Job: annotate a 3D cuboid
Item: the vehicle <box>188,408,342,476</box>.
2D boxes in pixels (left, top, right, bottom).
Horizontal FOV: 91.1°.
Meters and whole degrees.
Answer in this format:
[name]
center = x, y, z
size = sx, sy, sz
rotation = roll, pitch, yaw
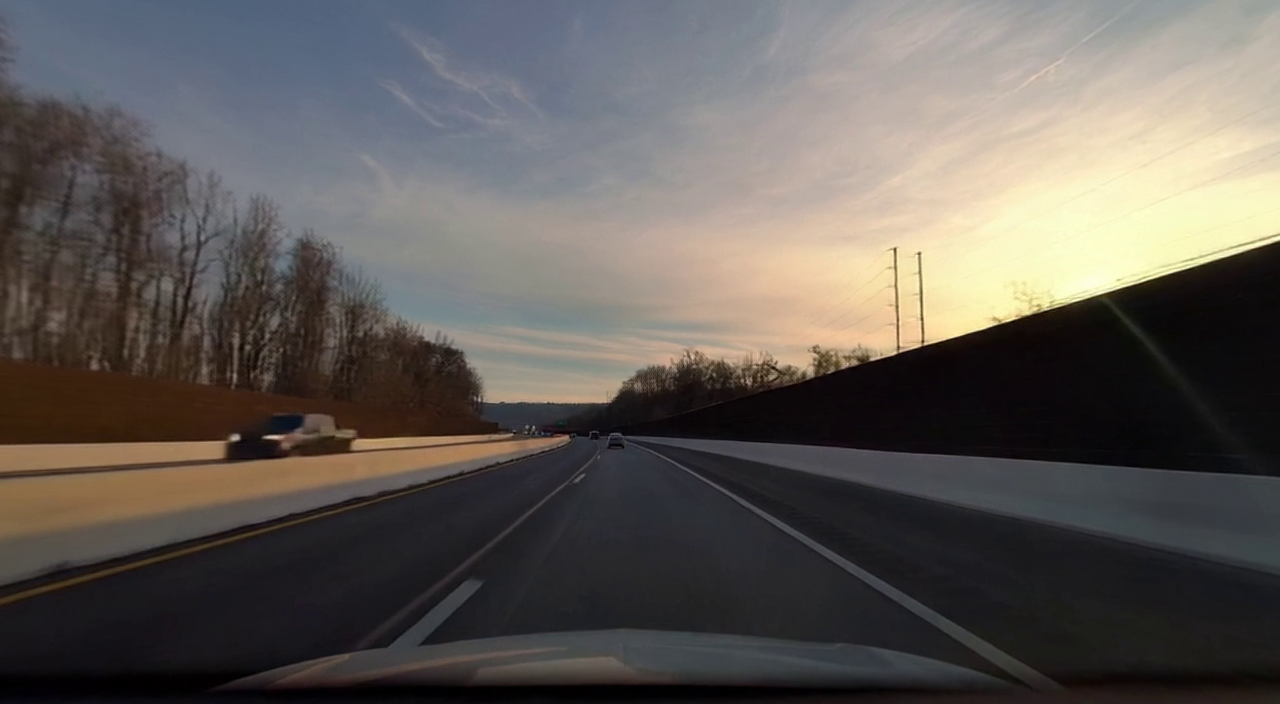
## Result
[vehicle]
center = -12.274, 3.001, 21.144
size = 2.091, 1.984, 5.226
rotation = 0, -8, -2
